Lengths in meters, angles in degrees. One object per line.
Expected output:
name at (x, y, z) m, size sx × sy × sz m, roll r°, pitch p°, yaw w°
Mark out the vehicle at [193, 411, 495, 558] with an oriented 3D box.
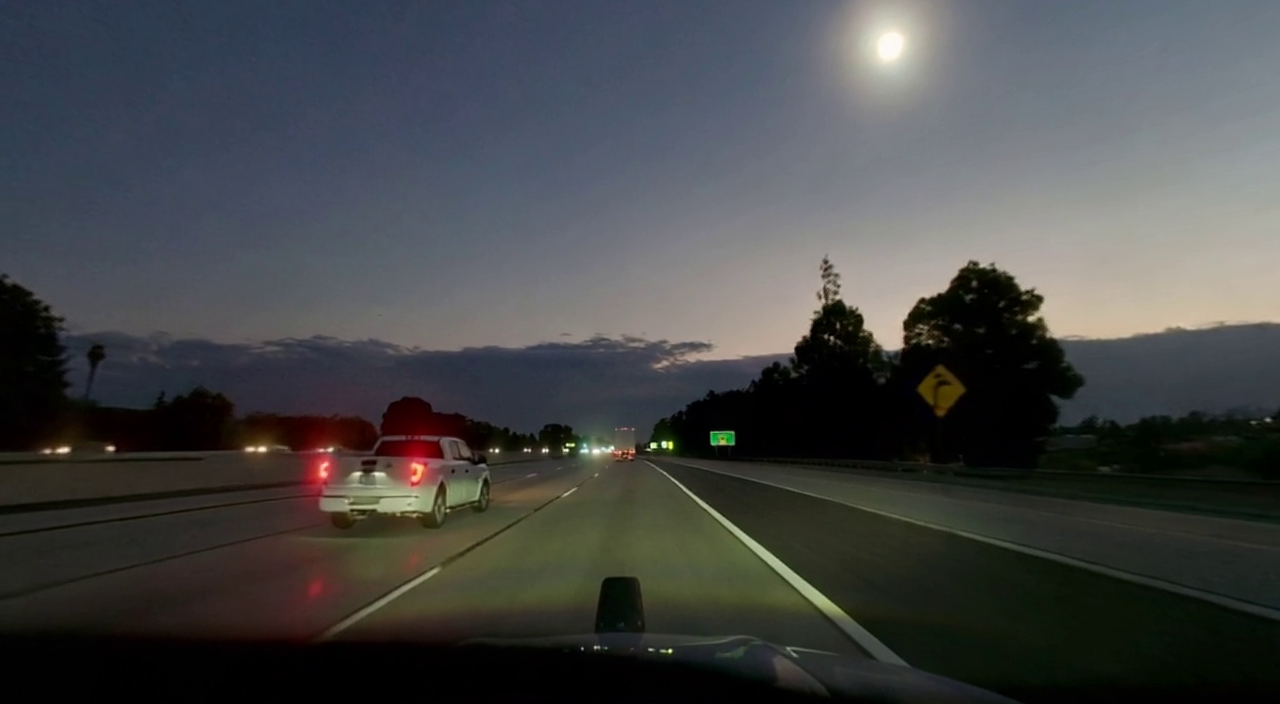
vehicle at (-4.133, 1.979, 10.119) m, size 2.316 × 1.731 × 5.126 m, roll 0°, pitch -9°, yaw 1°
